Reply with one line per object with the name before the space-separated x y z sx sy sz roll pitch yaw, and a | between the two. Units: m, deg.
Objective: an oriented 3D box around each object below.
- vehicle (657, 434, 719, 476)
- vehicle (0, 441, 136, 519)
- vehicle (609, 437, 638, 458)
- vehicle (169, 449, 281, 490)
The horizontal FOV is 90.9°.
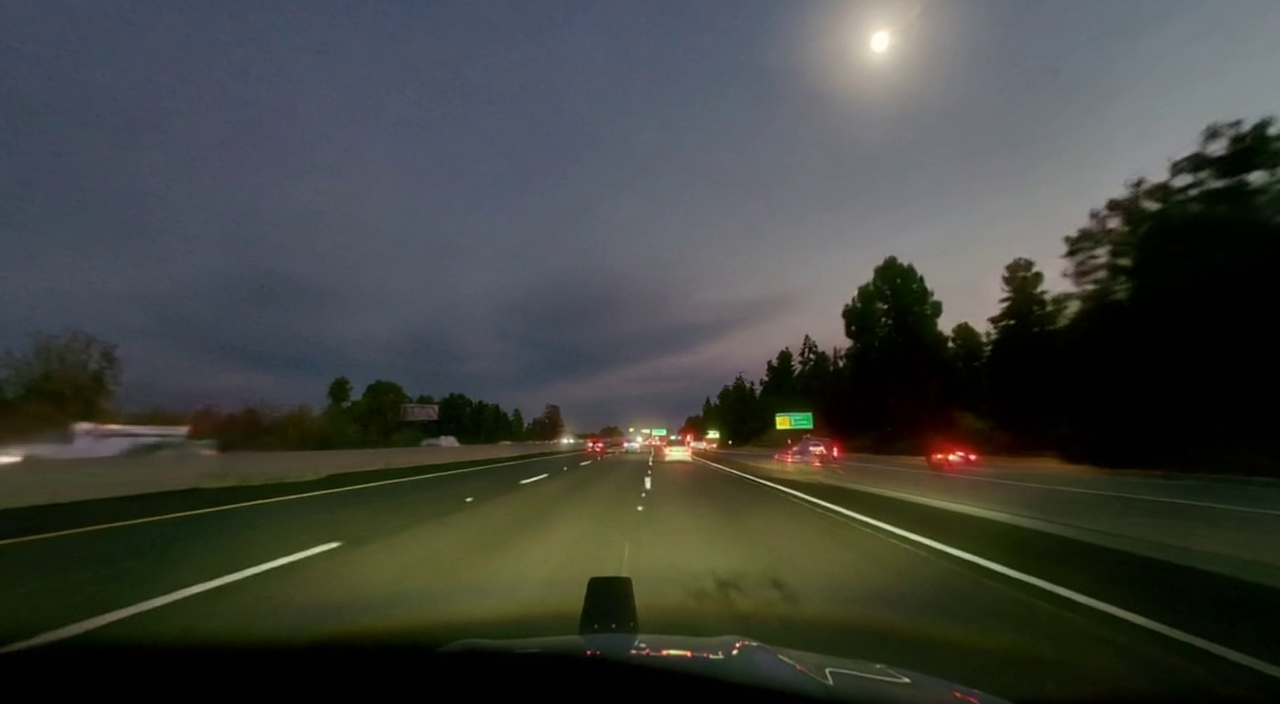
vehicle | 1.980 4.433 27.626 2.240 1.646 4.949 0 -8 -1
vehicle | -13.731 2.740 13.854 1.858 1.511 4.027 0 -8 2
vehicle | -1.230 7.460 49.462 2.103 1.512 4.155 0 -8 1
vehicle | -16.677 4.703 25.575 1.765 1.403 3.925 0 -8 2
